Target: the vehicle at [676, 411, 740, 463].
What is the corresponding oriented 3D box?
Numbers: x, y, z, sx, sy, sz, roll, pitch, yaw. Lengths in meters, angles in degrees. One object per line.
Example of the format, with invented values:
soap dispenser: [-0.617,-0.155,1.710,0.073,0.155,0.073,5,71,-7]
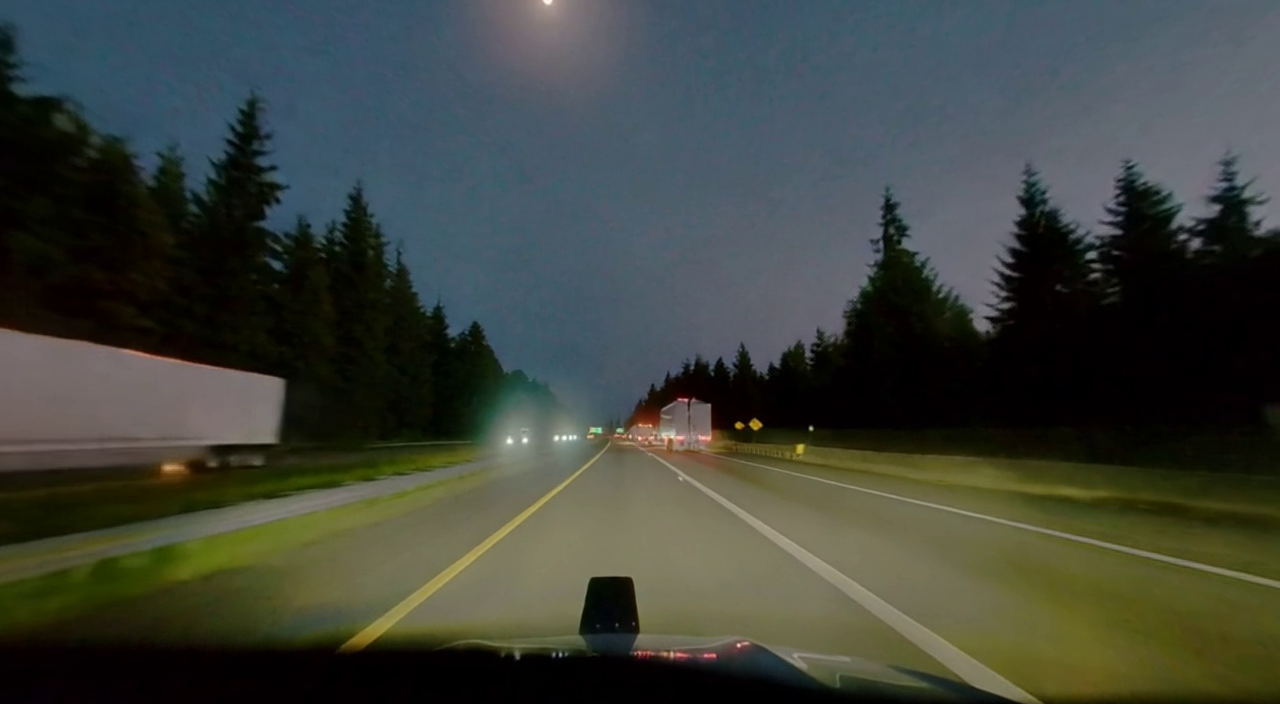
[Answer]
vehicle: [3.761,4.892,36.494,2.741,2.716,6.323,0,-8,-2]
